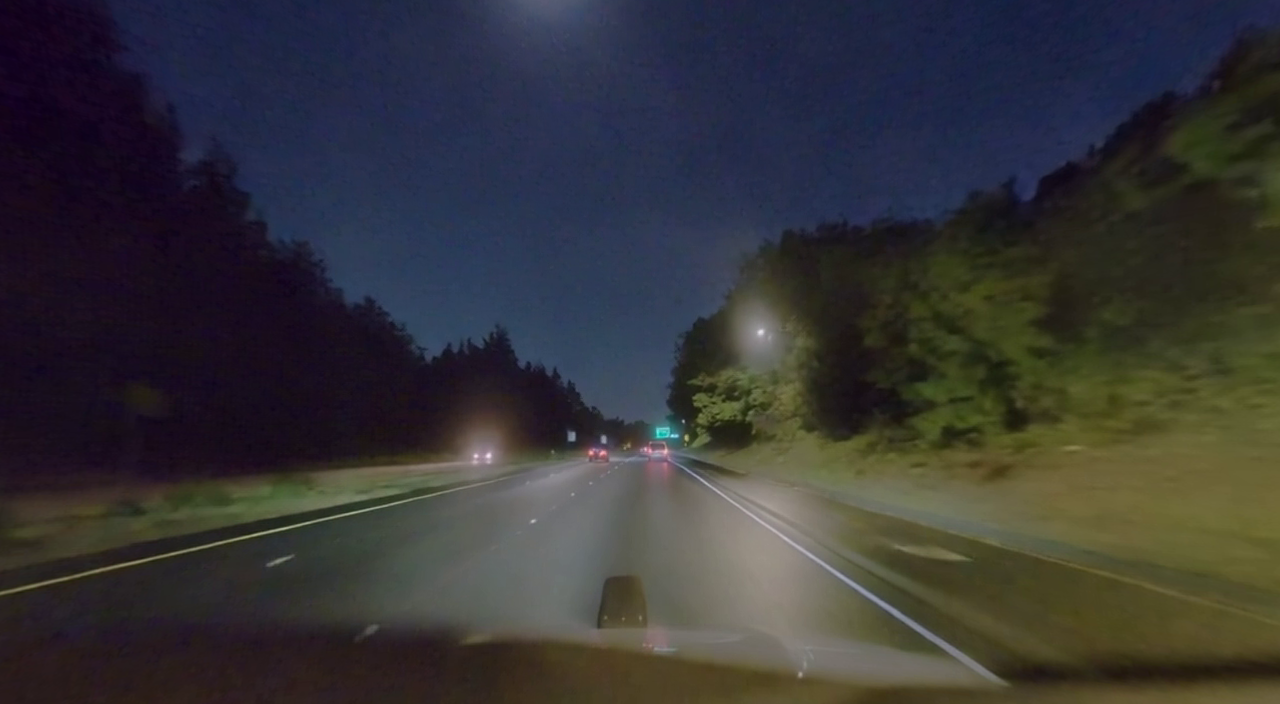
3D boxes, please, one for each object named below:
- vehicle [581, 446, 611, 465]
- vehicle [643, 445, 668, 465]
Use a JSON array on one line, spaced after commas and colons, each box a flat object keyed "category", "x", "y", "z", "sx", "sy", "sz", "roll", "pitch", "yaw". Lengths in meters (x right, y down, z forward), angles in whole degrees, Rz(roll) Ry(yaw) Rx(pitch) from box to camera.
[{"category": "vehicle", "x": -3.448, "y": 8.160, "z": 49.828, "sx": 2.033, "sy": 1.449, "sz": 3.957, "roll": 0, "pitch": -9, "yaw": 1}, {"category": "vehicle", "x": 1.191, "y": 8.069, "z": 49.547, "sx": 1.934, "sy": 1.488, "sz": 3.832, "roll": 0, "pitch": -9, "yaw": 1}]
